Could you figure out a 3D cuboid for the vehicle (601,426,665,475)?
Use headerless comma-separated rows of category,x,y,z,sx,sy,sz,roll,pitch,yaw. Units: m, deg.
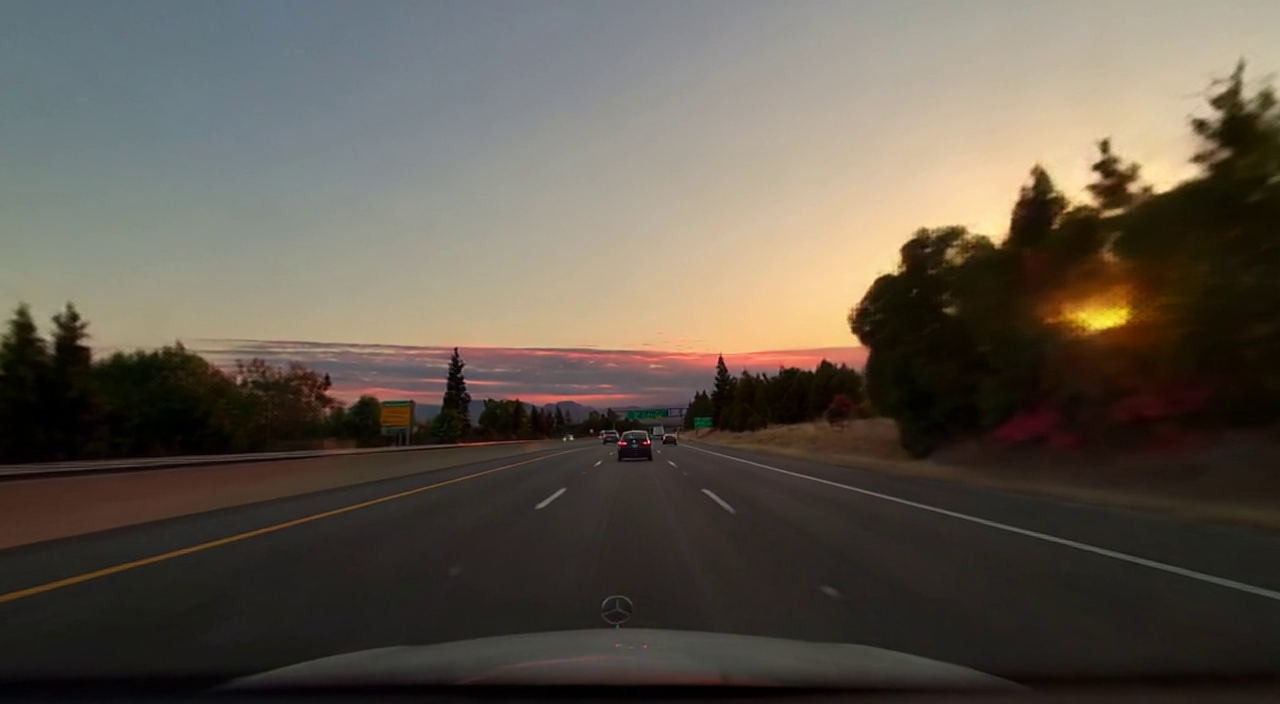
vehicle,-0.265,3.523,22.704,2.094,1.600,3.666,0,-8,-1
